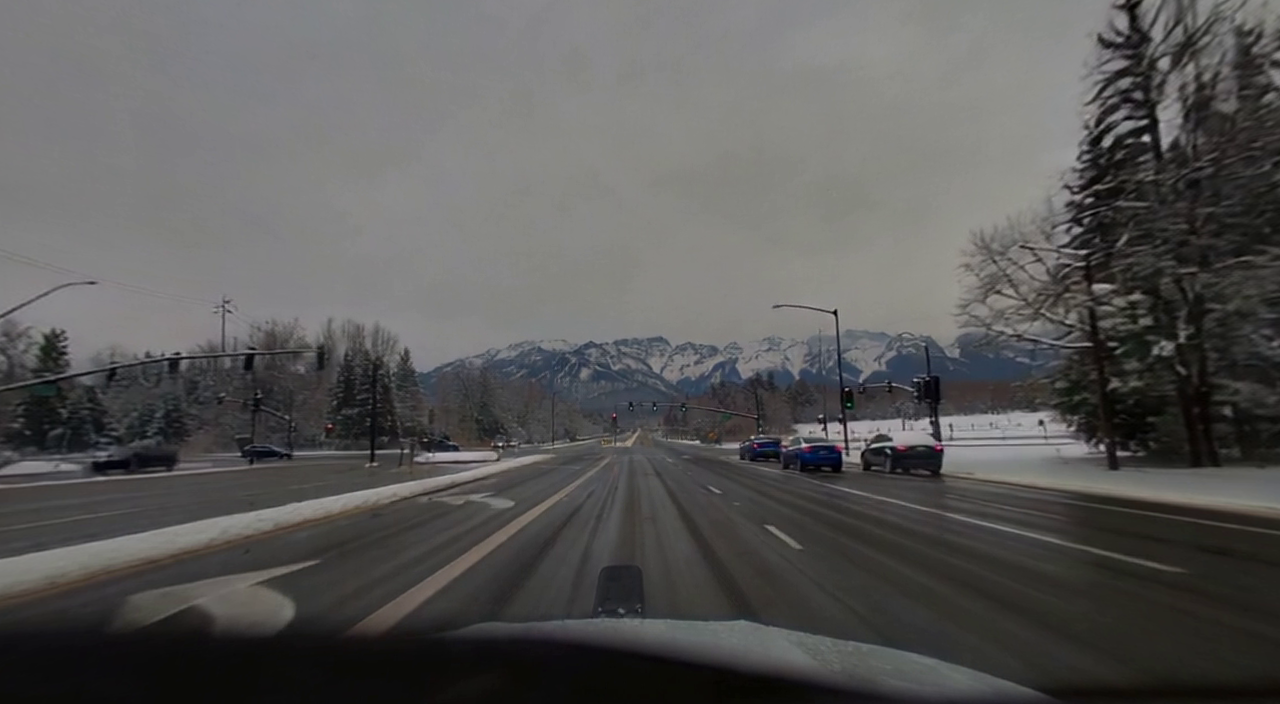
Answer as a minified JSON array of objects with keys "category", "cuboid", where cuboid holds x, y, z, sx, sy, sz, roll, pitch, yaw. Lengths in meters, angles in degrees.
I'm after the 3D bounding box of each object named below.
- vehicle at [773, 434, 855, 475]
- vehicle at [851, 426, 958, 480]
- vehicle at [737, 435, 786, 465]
[{"category":"vehicle","cuboid":[6.946,4.149,25.805,1.990,1.480,4.624,0,-8,0]},{"category":"vehicle","cuboid":[9.517,3.677,23.226,1.977,1.773,4.646,0,-8,1]},{"category":"vehicle","cuboid":[6.911,5.621,36.426,1.899,1.570,4.666,0,-8,0]}]
